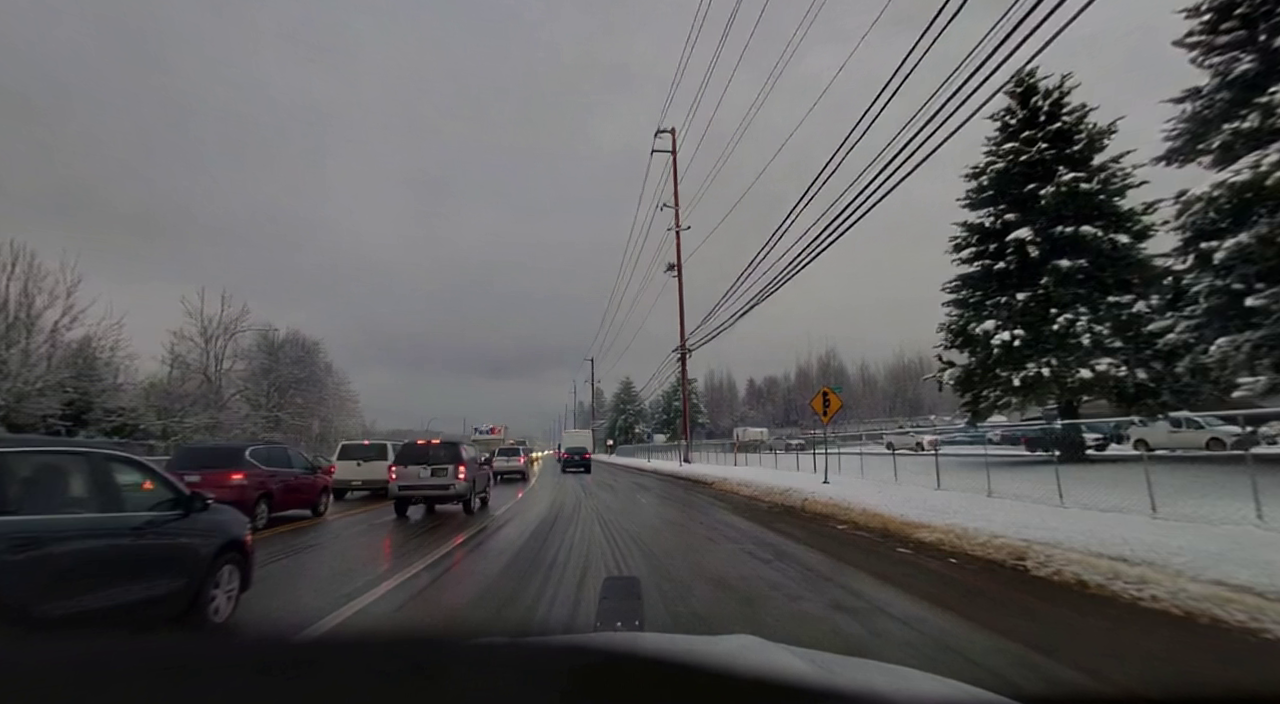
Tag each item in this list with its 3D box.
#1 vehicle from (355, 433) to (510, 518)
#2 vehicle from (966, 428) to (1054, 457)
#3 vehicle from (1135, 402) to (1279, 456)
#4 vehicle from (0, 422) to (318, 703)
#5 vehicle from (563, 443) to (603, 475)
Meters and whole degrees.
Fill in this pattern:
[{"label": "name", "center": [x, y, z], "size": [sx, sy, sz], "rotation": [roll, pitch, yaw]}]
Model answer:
[{"label": "vehicle", "center": [-4.672, 2.837, 15.117], "size": [2.388, 1.692, 4.684], "rotation": [1, -8, -4]}, {"label": "vehicle", "center": [28.481, 6.984, 48.504], "size": [5.535, 2.130, 2.145], "rotation": [2, -9, -9]}, {"label": "vehicle", "center": [37.133, 5.029, 40.958], "size": [7.865, 3.323, 2.806], "rotation": [1, -8, -9]}, {"label": "vehicle", "center": [-3.936, 1.145, 3.445], "size": [1.946, 1.467, 4.653], "rotation": [0, -8, -1]}, {"label": "vehicle", "center": [-3.267, 6.003, 35.504], "size": [2.055, 1.671, 4.147], "rotation": [1, -9, -7]}]
